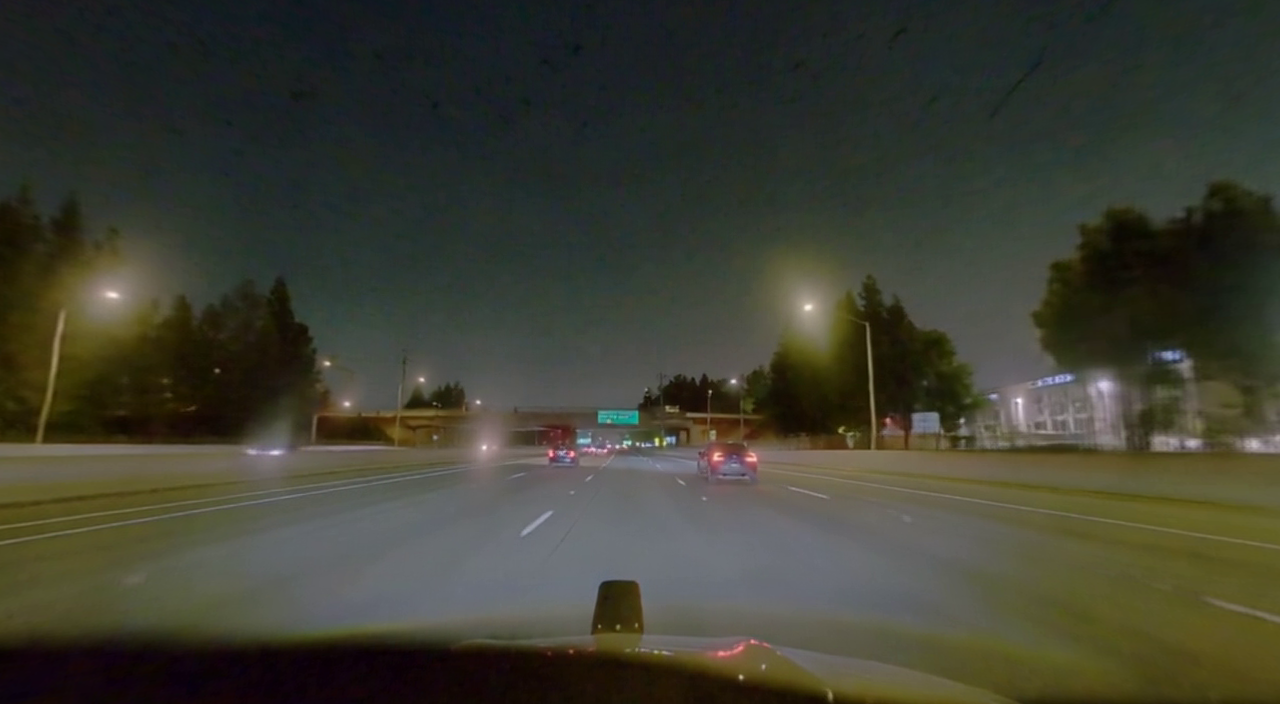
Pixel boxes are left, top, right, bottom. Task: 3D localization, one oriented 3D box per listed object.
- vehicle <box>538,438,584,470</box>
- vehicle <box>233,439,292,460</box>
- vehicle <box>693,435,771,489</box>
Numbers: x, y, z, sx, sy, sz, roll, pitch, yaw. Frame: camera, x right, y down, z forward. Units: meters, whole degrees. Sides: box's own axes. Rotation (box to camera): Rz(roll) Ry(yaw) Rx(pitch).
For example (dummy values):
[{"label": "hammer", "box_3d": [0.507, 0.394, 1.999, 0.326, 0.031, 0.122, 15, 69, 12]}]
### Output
[{"label": "vehicle", "box_3d": [-4.558, 5.969, 37.170, 2.176, 1.779, 4.755, 0, -8, 0]}, {"label": "vehicle", "box_3d": [-28.626, 7.404, 48.023, 1.806, 1.465, 4.358, 0, -8, 0]}, {"label": "vehicle", "box_3d": [3.100, 3.793, 22.197, 1.997, 1.686, 4.247, 0, -8, -2]}]
